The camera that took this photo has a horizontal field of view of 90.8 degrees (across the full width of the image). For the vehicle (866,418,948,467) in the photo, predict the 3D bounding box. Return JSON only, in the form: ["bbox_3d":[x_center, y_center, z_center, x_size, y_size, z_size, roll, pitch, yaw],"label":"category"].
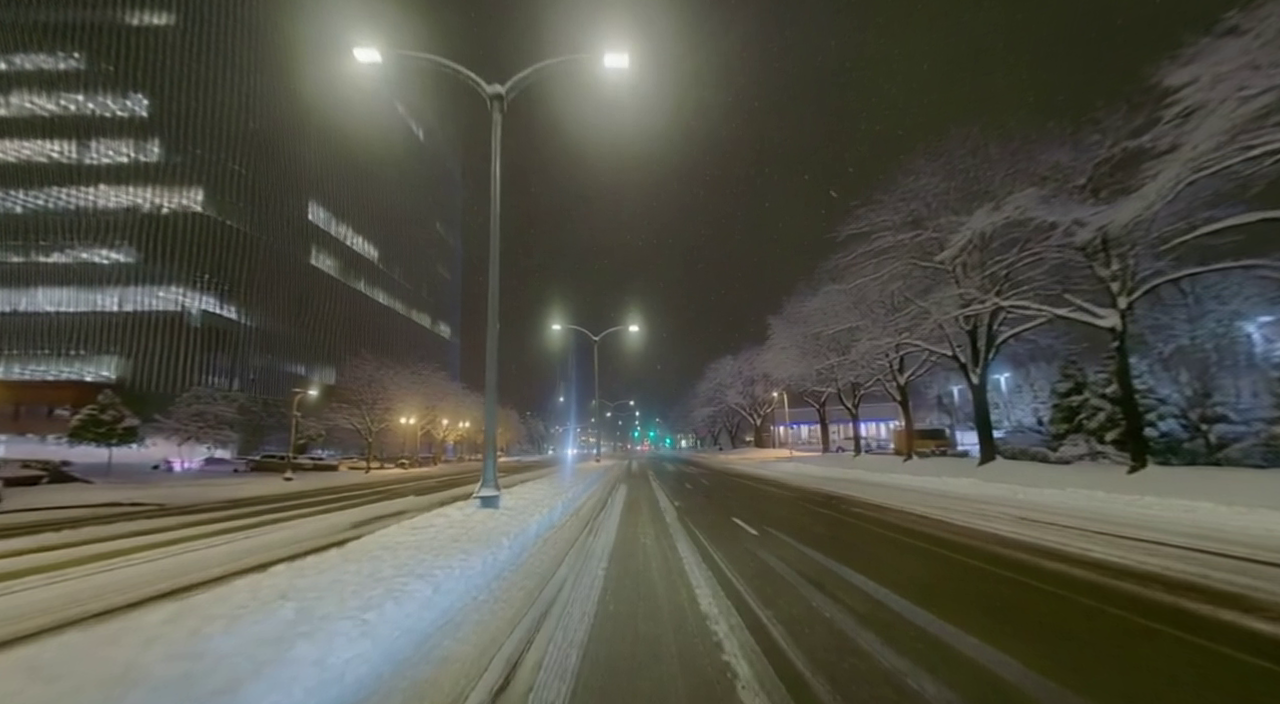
[{"bbox_3d":[19.183,6.765,46.057,2.630,3.176,8.459,0,-10,3],"label":"vehicle"}]

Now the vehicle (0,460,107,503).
[{"bbox_3d":[-25.431,5.439,26.494,4.411,1.600,1.930,8,-15,-44],"label":"vehicle"}]

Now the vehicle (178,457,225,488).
[{"bbox_3d":[-26.896,7.334,38.892,1.969,1.682,4.542,5,-10,-31],"label":"vehicle"}]

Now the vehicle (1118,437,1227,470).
[{"bbox_3d":[30.972,5.910,36.824,4.407,1.545,2.014,-4,-9,0],"label":"vehicle"}]

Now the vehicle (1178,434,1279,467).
[{"bbox_3d":[31.719,5.253,33.650,4.329,1.535,1.802,-3,-10,-2],"label":"vehicle"}]

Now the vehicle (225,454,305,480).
[{"bbox_3d":[-27.994,8.557,47.220,4.879,1.724,2.086,6,-10,-34],"label":"vehicle"}]
